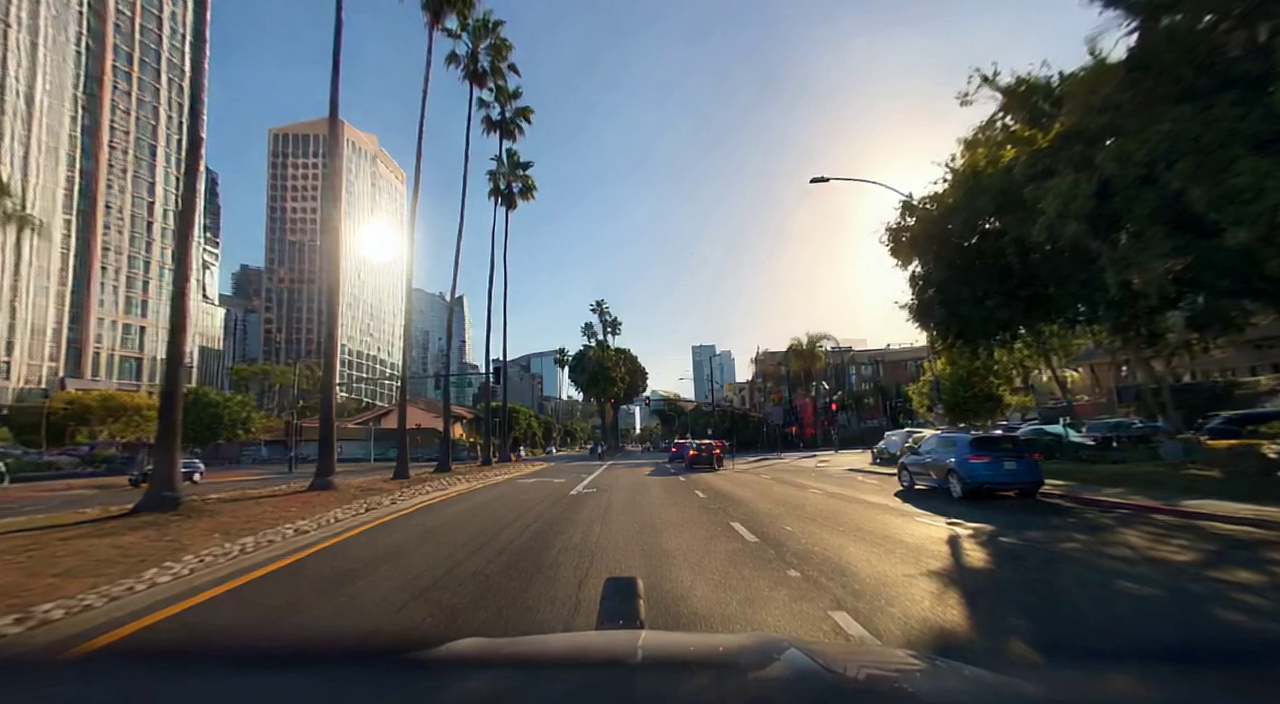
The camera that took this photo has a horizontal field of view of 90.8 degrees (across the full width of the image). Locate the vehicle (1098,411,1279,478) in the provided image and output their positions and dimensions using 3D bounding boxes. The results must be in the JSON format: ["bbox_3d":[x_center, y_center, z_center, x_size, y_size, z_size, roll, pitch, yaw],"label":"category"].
[{"bbox_3d":[16.052,2.555,17.505,5.010,1.723,2.113,0,-9,0],"label":"vehicle"}]

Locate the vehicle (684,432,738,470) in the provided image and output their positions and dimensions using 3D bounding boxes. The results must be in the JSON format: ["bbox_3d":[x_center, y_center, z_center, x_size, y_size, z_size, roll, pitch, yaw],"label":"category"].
[{"bbox_3d":[3.521,5.015,32.139,2.060,1.756,4.770,0,-9,-2],"label":"vehicle"}]

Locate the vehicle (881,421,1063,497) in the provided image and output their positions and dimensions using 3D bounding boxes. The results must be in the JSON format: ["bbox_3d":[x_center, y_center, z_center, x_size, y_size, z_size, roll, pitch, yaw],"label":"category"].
[{"bbox_3d":[8.626,2.840,17.108,2.192,1.725,4.920,0,-9,-1],"label":"vehicle"}]

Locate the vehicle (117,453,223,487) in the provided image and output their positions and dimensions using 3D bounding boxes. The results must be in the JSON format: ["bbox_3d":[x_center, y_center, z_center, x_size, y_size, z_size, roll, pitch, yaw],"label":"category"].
[{"bbox_3d":[-23.651,5.927,32.059,1.860,1.485,4.833,0,-9,-4],"label":"vehicle"}]
